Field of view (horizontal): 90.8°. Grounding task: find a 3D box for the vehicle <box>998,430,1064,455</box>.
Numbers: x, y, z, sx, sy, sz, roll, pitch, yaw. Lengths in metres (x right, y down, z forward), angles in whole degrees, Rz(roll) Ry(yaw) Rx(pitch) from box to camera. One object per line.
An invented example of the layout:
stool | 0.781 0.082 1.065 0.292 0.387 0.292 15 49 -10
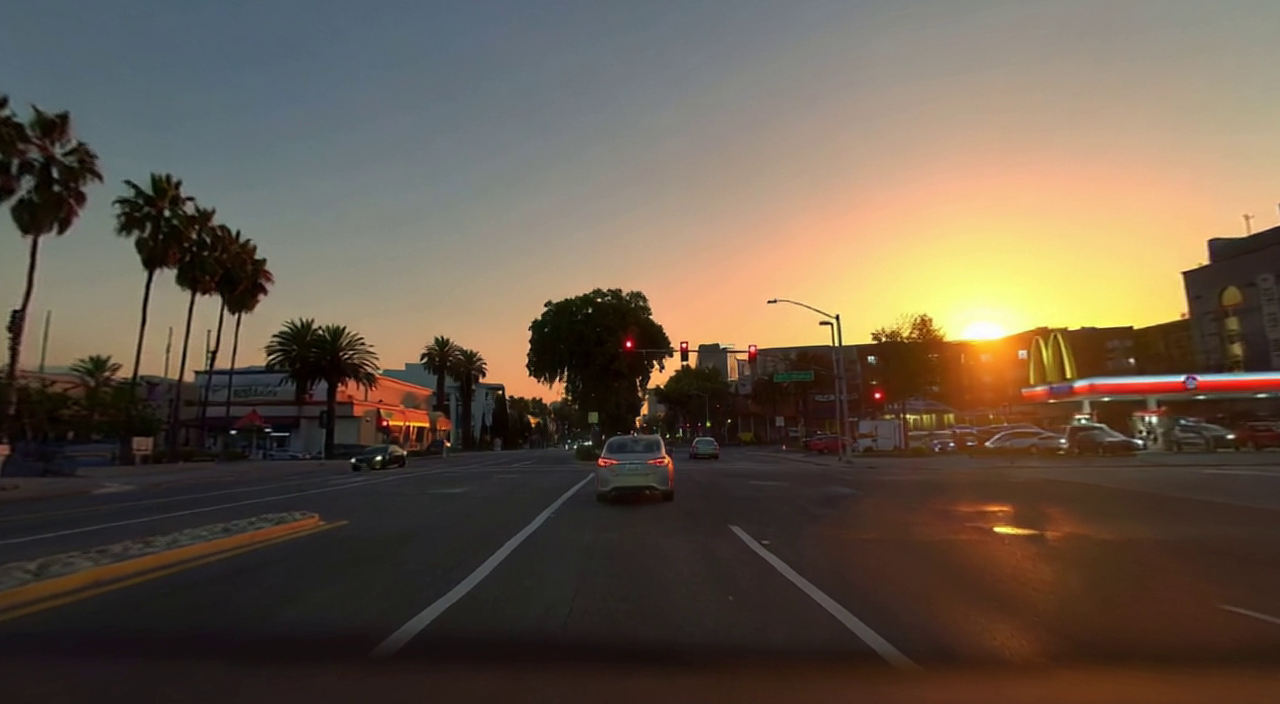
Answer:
vehicle | 24.344 5.665 39.462 1.738 1.462 3.609 0 -8 0

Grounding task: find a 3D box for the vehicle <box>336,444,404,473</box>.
vehicle | -15.449 6.100 36.419 1.896 1.508 4.659 0 -8 -1

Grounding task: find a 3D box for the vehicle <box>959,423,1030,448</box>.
vehicle | 24.654 5.848 44.062 3.783 1.560 1.853 -4 -9 12

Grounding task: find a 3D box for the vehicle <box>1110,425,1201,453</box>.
vehicle | 31.917 5.418 39.319 1.903 1.630 4.320 0 -8 -1

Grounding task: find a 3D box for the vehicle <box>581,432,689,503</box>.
vehicle | -0.125 2.763 15.646 2.270 1.475 4.571 0 -8 0

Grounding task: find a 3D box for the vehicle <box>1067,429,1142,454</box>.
vehicle | 28.897 5.616 39.464 1.848 1.467 3.941 -1 -8 3

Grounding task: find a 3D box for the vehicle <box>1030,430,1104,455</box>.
vehicle | 26.415 5.624 39.221 1.923 1.501 3.849 0 -8 2

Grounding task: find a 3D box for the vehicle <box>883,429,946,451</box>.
vehicle | 19.622 6.342 45.273 3.833 1.495 1.892 -3 -8 16
